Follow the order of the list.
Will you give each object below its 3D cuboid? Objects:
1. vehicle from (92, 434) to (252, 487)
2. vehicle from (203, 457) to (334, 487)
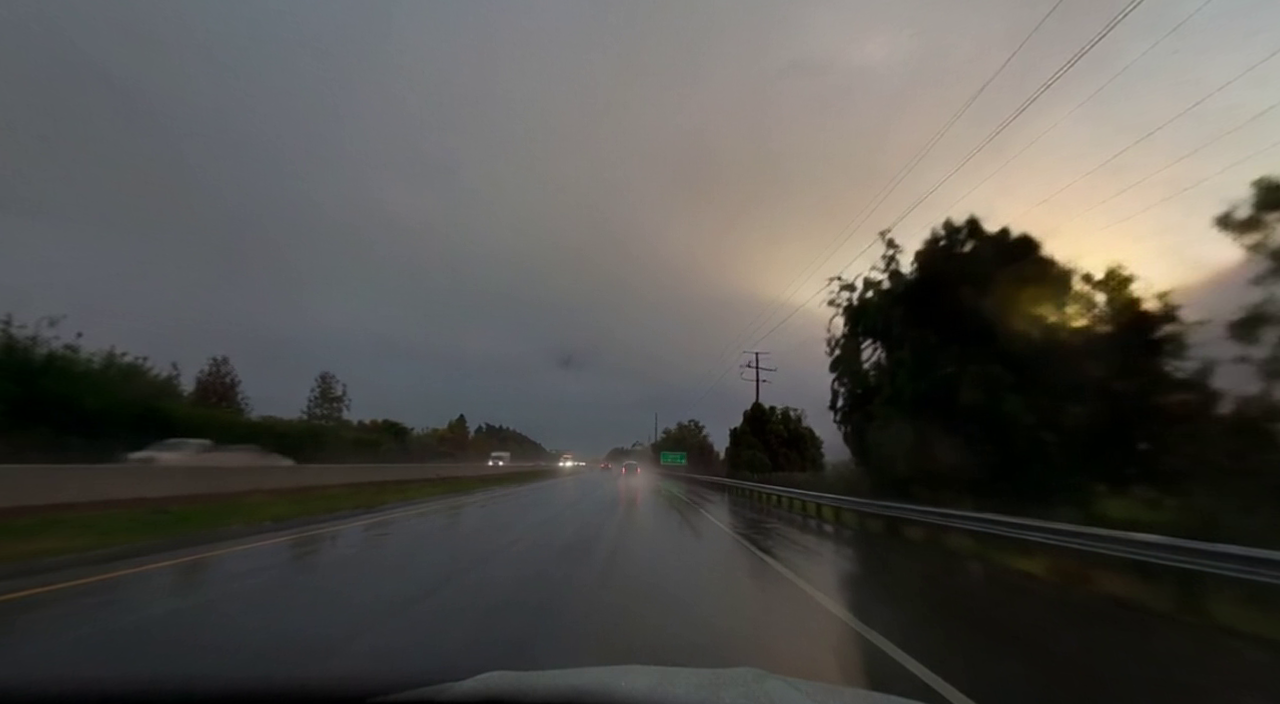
[{"bbox_3d":[-16.760,3.987,22.984,2.090,1.672,4.796,1,-10,0],"label":"vehicle"},{"bbox_3d":[-16.853,5.528,29.082,2.523,1.205,5.799,1,-10,0],"label":"vehicle"}]
